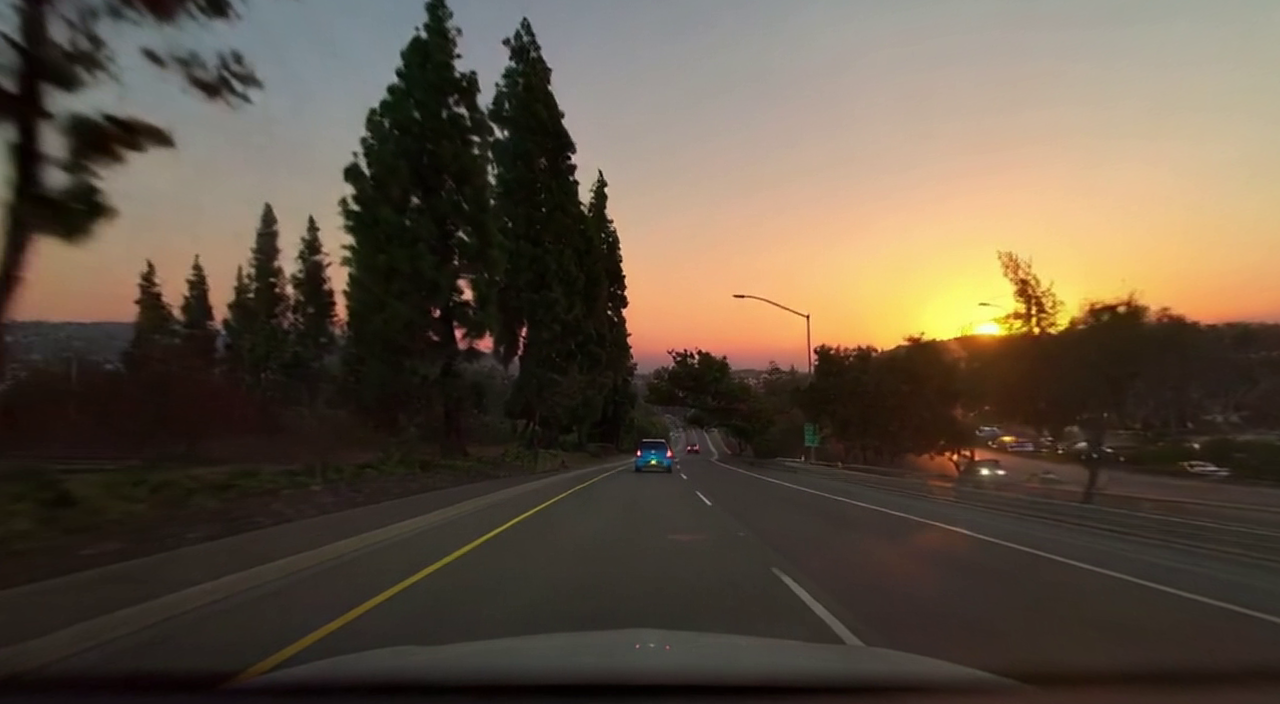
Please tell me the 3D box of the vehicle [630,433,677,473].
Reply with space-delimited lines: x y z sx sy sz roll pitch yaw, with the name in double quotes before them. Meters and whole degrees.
"vehicle" 0.898 5.863 36.678 2.546 2.126 5.153 -1 -9 3
